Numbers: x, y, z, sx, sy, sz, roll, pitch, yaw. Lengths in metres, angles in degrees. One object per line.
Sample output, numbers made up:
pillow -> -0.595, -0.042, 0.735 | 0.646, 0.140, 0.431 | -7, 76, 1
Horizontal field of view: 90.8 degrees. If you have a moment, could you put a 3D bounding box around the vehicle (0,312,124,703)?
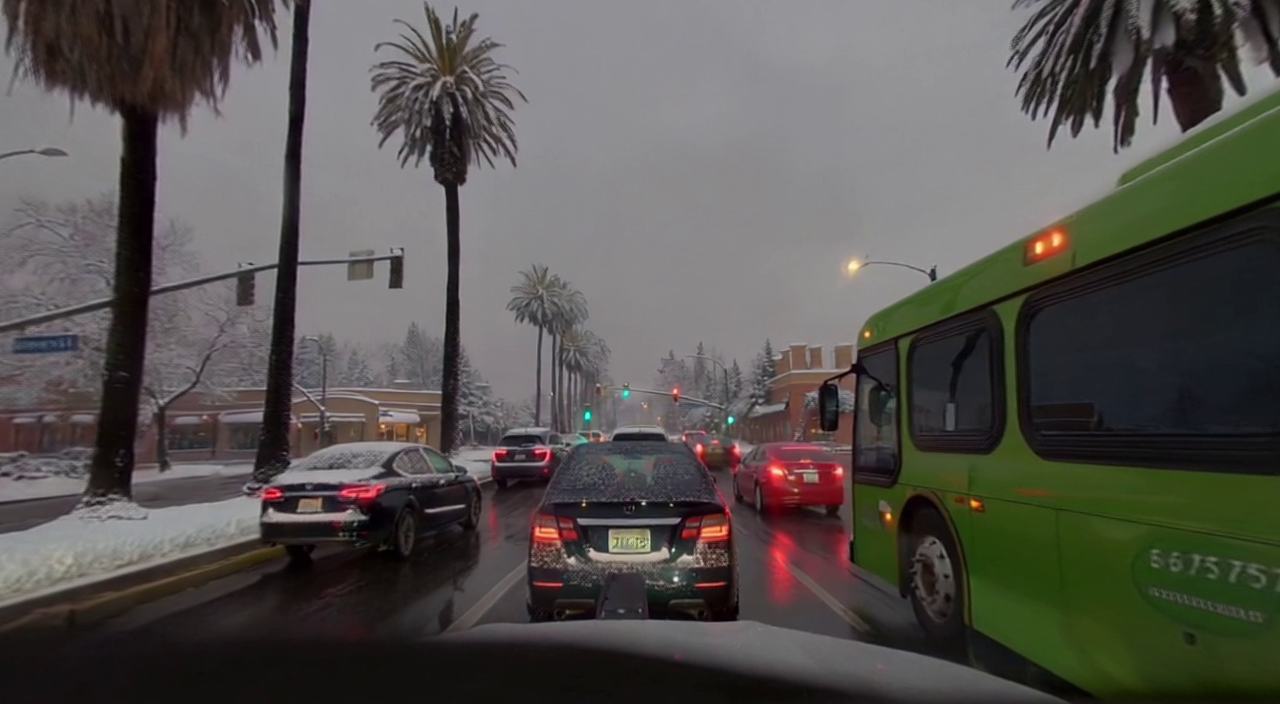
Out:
vehicle -> -3.564, 0.469, 0.388 | 2.145, 1.824, 4.974 | 0, -9, 2

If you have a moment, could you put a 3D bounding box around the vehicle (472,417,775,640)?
vehicle -> -0.122, 1.495, 6.300 | 2.060, 1.499, 3.831 | 0, -9, 0

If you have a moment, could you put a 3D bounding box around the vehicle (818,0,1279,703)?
vehicle -> 3.568, -0.558, 0.644 | 3.068, 4.026, 13.534 | 0, -9, 1

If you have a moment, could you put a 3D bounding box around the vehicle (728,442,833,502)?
vehicle -> 3.790, 3.314, 17.922 | 1.989, 1.467, 4.364 | 0, -9, 0

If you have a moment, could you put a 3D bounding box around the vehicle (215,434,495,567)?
vehicle -> -3.566, 1.921, 8.955 | 1.919, 1.415, 4.178 | 0, -9, 1
